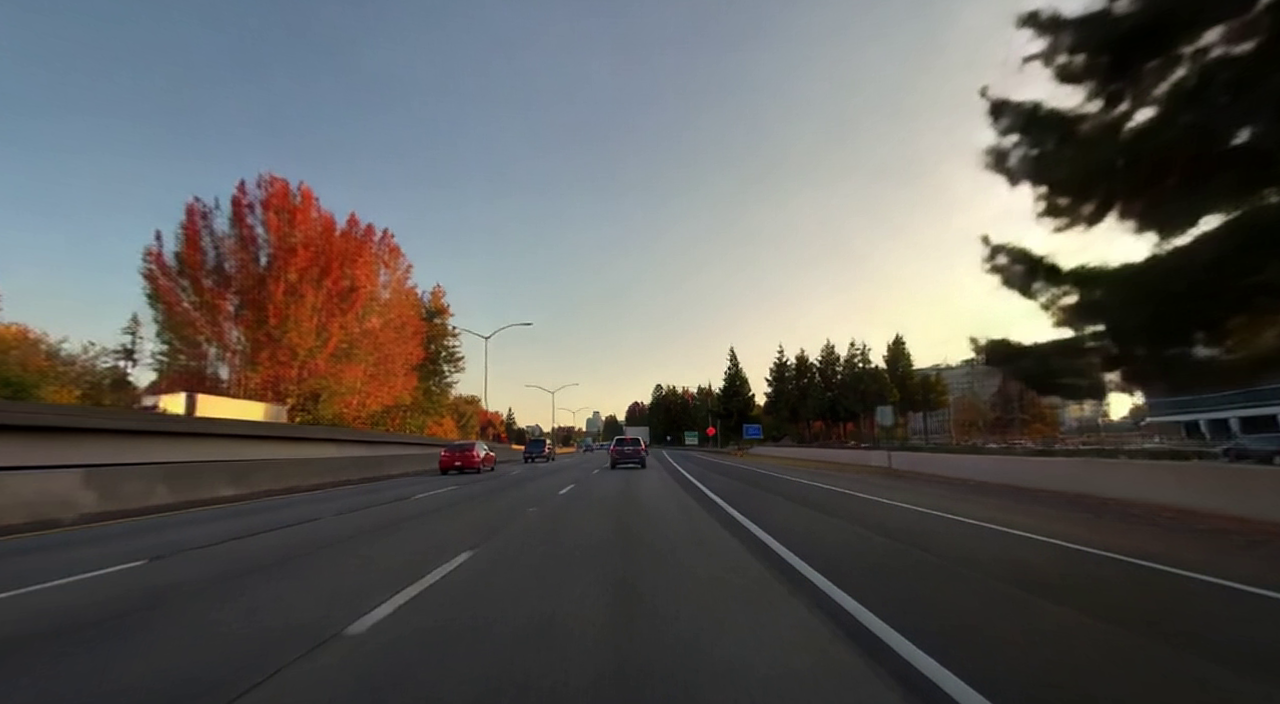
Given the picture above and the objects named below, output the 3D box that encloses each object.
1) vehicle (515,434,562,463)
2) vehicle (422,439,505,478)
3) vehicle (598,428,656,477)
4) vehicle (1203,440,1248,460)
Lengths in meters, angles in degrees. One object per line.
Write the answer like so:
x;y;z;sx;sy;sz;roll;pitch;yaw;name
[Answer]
-7.243;6.985;45.581;2.328;1.927;5.880;0;-8;1;vehicle
-7.347;4.478;26.713;2.074;1.495;4.643;0;-8;1;vehicle
-0.510;4.282;27.030;2.245;1.863;4.801;0;-8;0;vehicle
46.128;7.729;49.559;4.334;1.495;1.987;7;-11;-41;vehicle
